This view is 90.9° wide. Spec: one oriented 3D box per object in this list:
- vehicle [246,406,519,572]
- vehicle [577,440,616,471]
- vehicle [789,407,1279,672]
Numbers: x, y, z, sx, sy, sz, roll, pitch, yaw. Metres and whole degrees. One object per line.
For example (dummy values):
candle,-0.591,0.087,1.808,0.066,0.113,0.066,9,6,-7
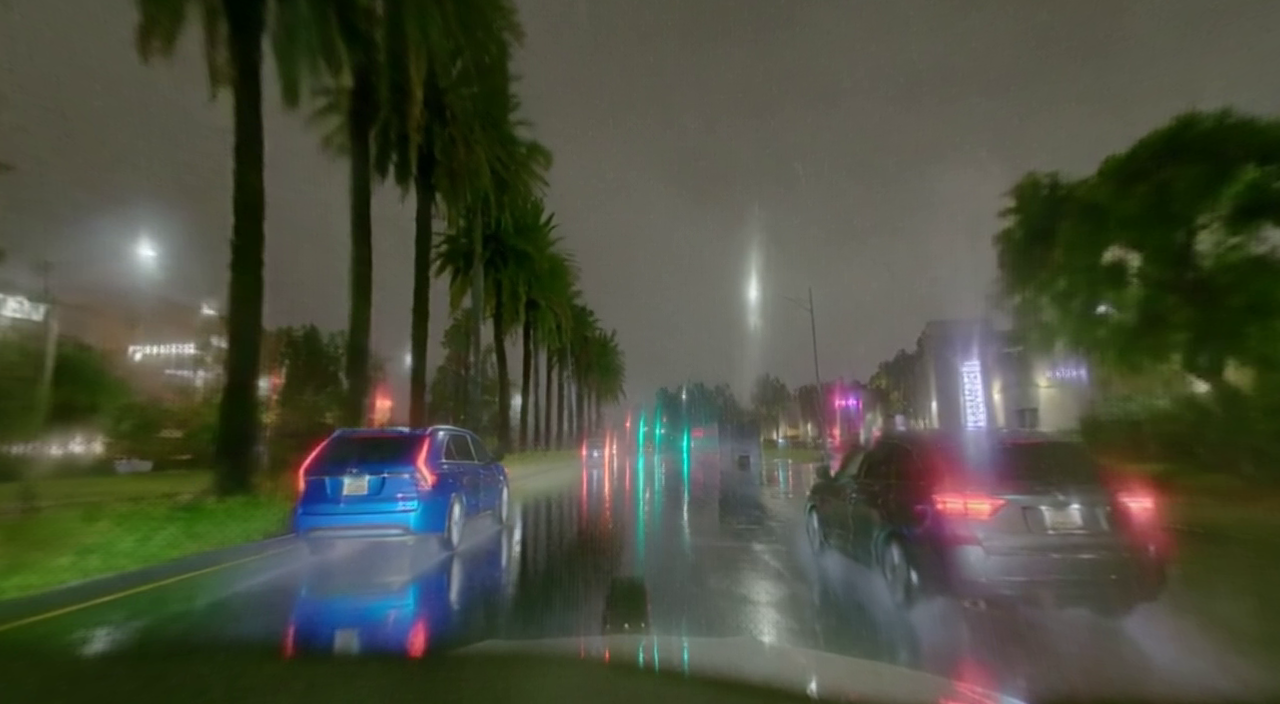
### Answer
vehicle,-3.250,1.825,9.164,2.058,1.804,4.391,0,-8,1
vehicle,-2.589,6.322,38.673,1.998,1.743,4.402,0,-8,1
vehicle,2.861,1.392,5.784,1.946,1.513,4.133,0,-8,0
